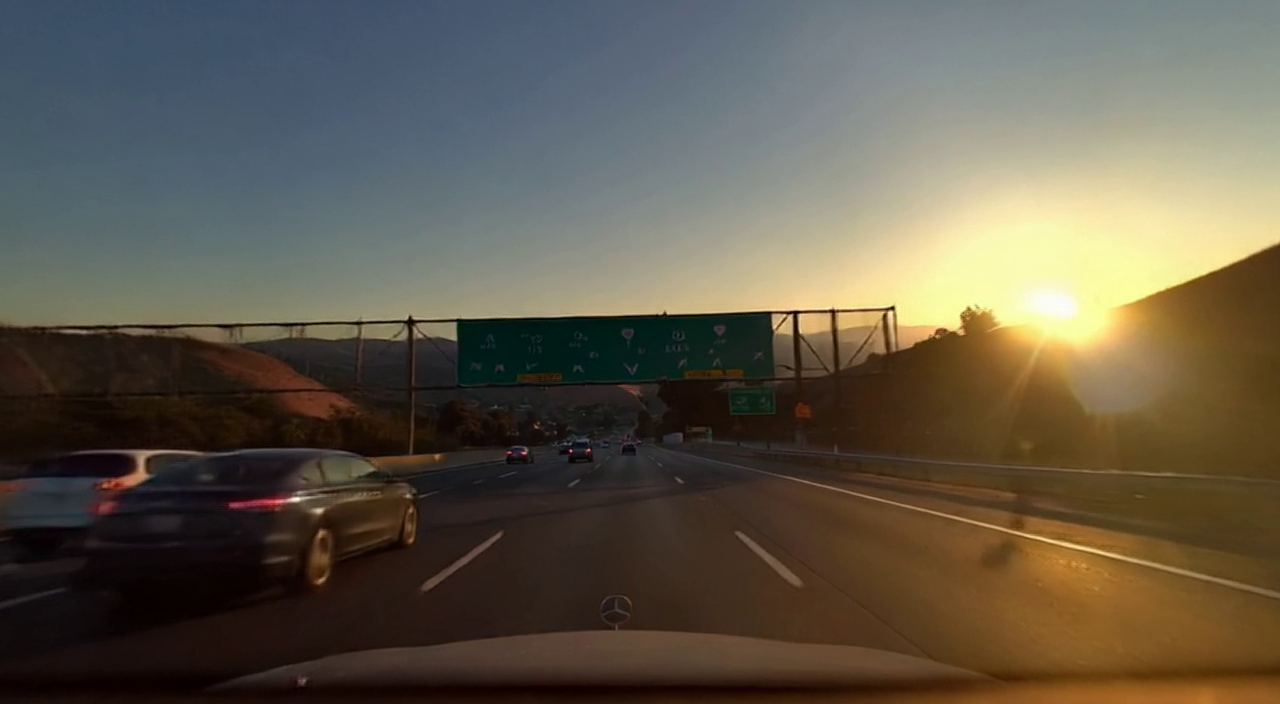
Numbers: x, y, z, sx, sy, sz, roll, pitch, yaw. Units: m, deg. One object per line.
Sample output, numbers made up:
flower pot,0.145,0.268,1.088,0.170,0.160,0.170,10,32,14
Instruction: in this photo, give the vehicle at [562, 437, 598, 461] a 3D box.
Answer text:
vehicle,-4.422,7.220,46.865,2.200,1.662,5.091,-1,-8,0

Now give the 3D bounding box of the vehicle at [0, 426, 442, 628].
vehicle,-4.024,1.645,7.124,2.044,1.479,4.745,0,-8,0

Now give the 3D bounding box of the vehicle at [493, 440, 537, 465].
vehicle,-8.074,6.553,41.189,1.924,1.519,4.791,0,-8,0
